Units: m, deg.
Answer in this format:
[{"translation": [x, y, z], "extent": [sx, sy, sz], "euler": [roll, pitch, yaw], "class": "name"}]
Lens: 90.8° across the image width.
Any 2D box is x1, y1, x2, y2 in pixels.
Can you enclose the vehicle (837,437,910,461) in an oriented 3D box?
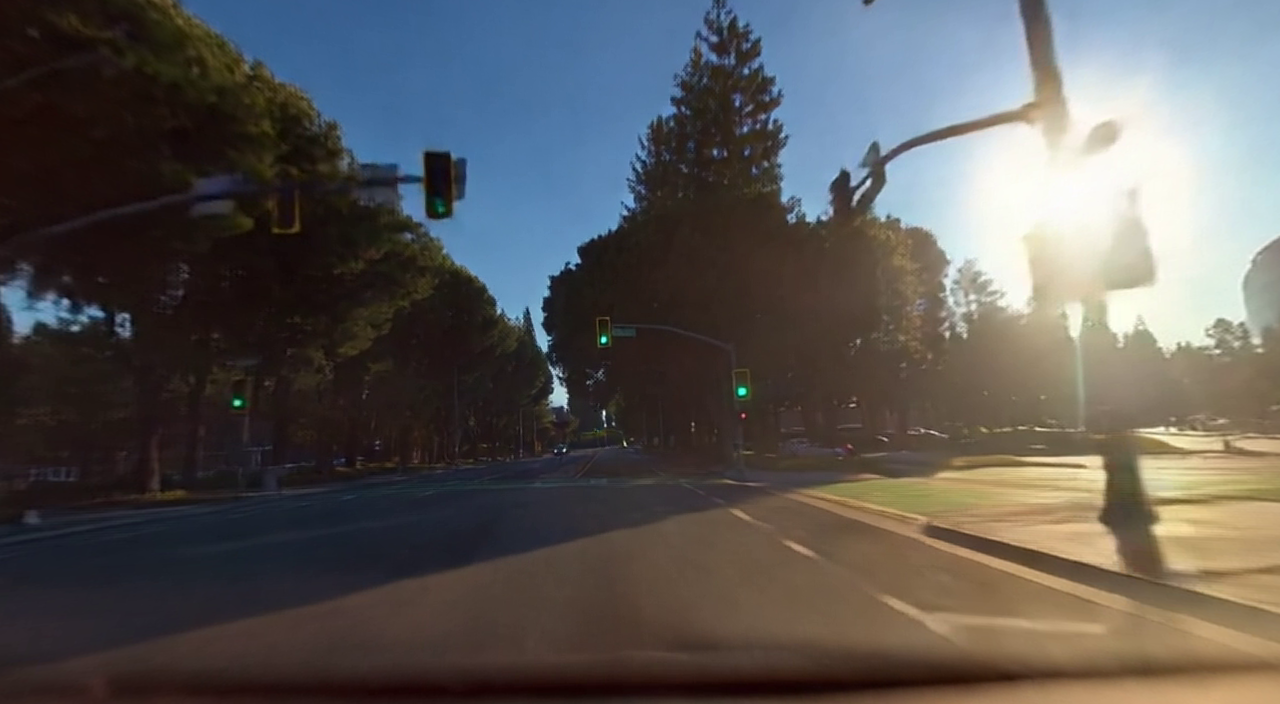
[{"translation": [14.666, 6.110, 39.801], "extent": [3.914, 1.415, 1.626], "euler": [0, -8, 1], "class": "vehicle"}]
